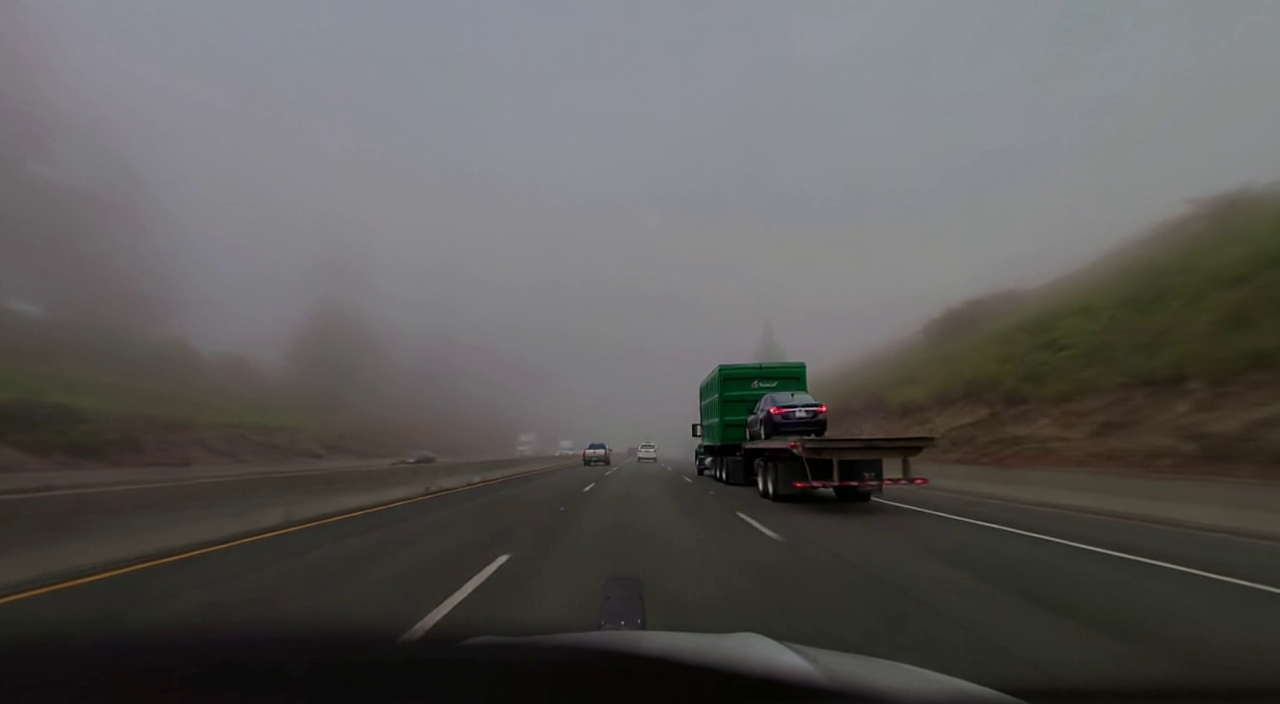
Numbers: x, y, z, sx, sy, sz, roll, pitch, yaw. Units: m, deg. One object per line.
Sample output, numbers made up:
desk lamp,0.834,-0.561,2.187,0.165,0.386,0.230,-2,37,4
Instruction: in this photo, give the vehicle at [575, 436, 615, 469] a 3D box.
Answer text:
vehicle,-2.848,6.503,40.886,2.142,2.044,4.446,0,-9,2

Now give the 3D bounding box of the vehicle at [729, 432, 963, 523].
vehicle,4.271,2.936,15.793,2.654,1.574,9.537,0,-9,0

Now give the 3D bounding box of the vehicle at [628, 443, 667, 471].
vehicle,0.438,5.919,35.608,2.086,1.497,3.681,0,-9,1

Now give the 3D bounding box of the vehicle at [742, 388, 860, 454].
vehicle,4.144,1.962,17.021,1.968,1.547,4.215,0,-9,-2
